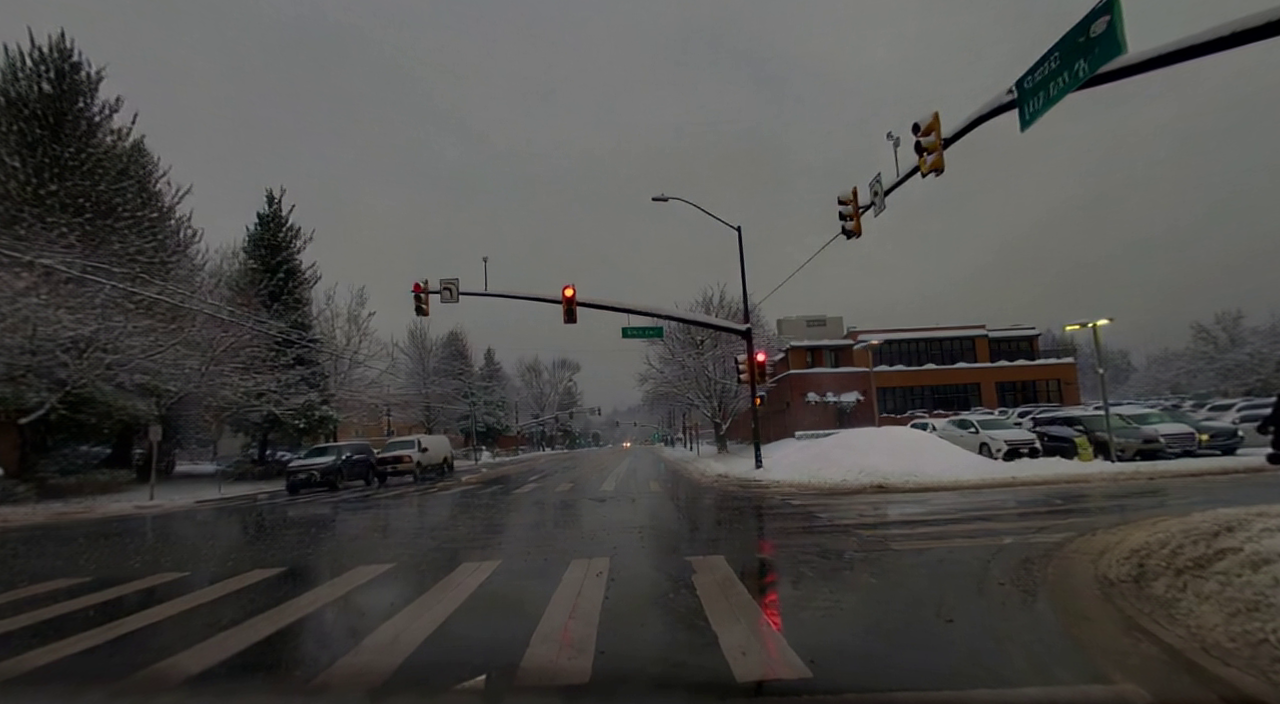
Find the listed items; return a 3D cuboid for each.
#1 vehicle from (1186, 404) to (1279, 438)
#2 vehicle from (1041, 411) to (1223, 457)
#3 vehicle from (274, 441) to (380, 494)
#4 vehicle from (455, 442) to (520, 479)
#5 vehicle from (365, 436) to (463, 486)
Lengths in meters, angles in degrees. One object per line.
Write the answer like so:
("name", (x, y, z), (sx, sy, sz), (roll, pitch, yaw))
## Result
("vehicle", (34.898, 4.028, 36.658), (4.326, 1.511, 1.725), (-8, -9, 17))
("vehicle", (16.964, 2.905, 22.095), (4.560, 1.453, 1.851), (-3, -9, 18))
("vehicle", (-13.736, 5.065, 28.144), (2.251, 1.957, 4.968), (-4, -9, -1))
("vehicle", (-6.991, 4.997, 29.319), (2.024, 1.470, 4.153), (-3, -9, -1))
("vehicle", (-10.179, 4.958, 29.054), (2.475, 1.940, 5.702), (-3, -9, 0))
